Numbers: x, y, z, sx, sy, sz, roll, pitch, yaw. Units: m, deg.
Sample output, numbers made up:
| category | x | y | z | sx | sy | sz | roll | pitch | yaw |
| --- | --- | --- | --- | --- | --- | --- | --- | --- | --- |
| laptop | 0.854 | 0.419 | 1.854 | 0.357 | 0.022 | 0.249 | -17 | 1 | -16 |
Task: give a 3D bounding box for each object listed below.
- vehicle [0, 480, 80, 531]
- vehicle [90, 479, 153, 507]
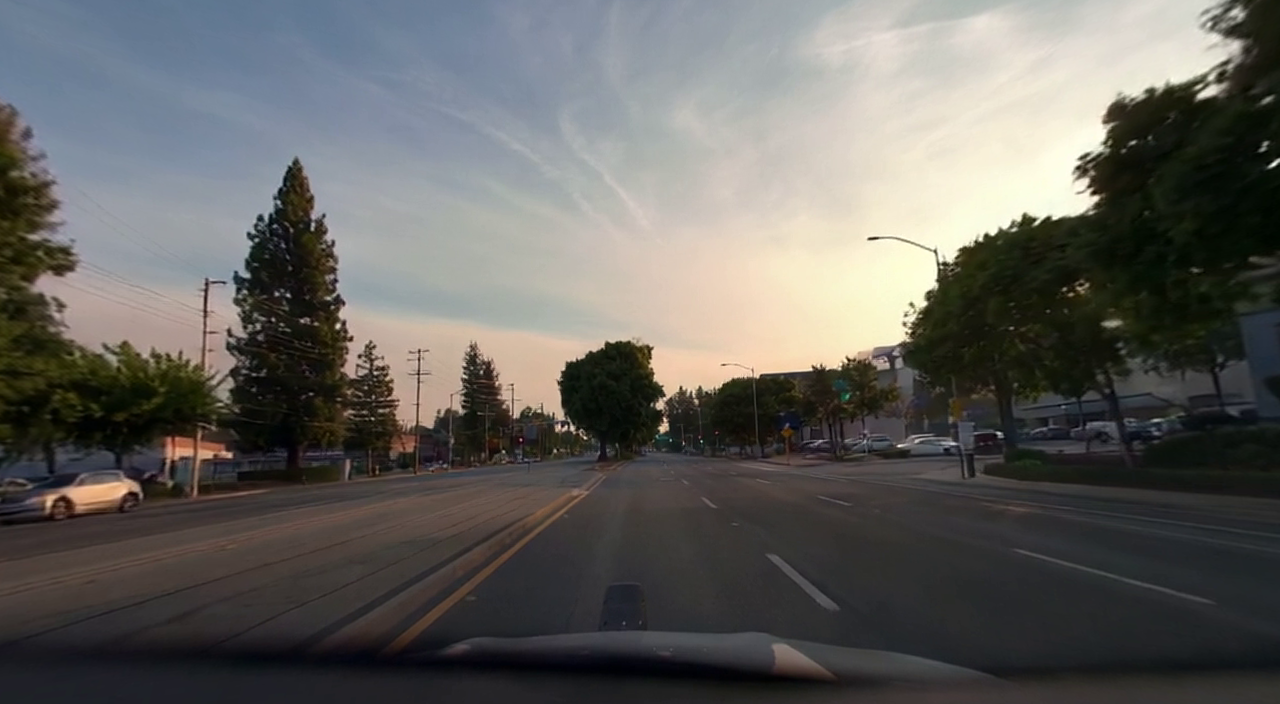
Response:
| category | x | y | z | sx | sy | sz | roll | pitch | yaw |
| --- | --- | --- | --- | --- | --- | --- | --- | --- | --- |
| vehicle | -23.356 | 5.616 | 23.074 | 1.847 | 1.593 | 4.127 | 0 | -9 | 1 |
| vehicle | -40.620 | 11.047 | 49.397 | 3.731 | 1.455 | 1.697 | -11 | -10 | 6 |
